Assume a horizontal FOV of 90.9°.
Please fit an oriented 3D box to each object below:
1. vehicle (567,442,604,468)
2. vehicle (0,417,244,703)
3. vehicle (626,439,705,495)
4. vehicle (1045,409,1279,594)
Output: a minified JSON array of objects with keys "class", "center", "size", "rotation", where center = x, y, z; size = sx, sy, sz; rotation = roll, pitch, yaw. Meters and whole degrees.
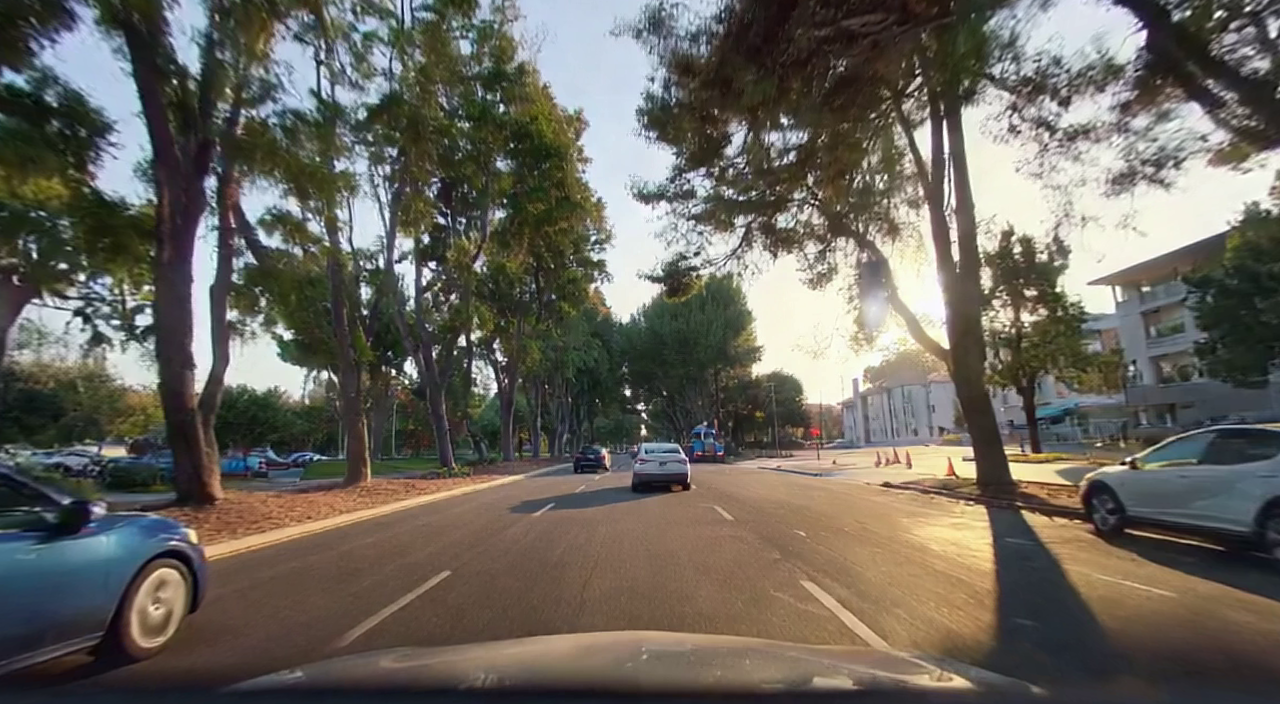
[{"class":"vehicle","center":[-3.642,6.988,43.024],"size":[2.062,1.641,4.193],"rotation":[0,-9,1]},{"class":"vehicle","center":[-4.088,1.010,2.416],"size":[2.003,1.507,4.808],"rotation":[-2,-8,1]},{"class":"vehicle","center":[0.654,3.326,18.628],"size":[2.086,1.466,4.026],"rotation":[0,-9,-1]},{"class":"vehicle","center":[6.437,1.407,6.312],"size":[1.952,1.554,4.322],"rotation":[-1,-9,2]}]
